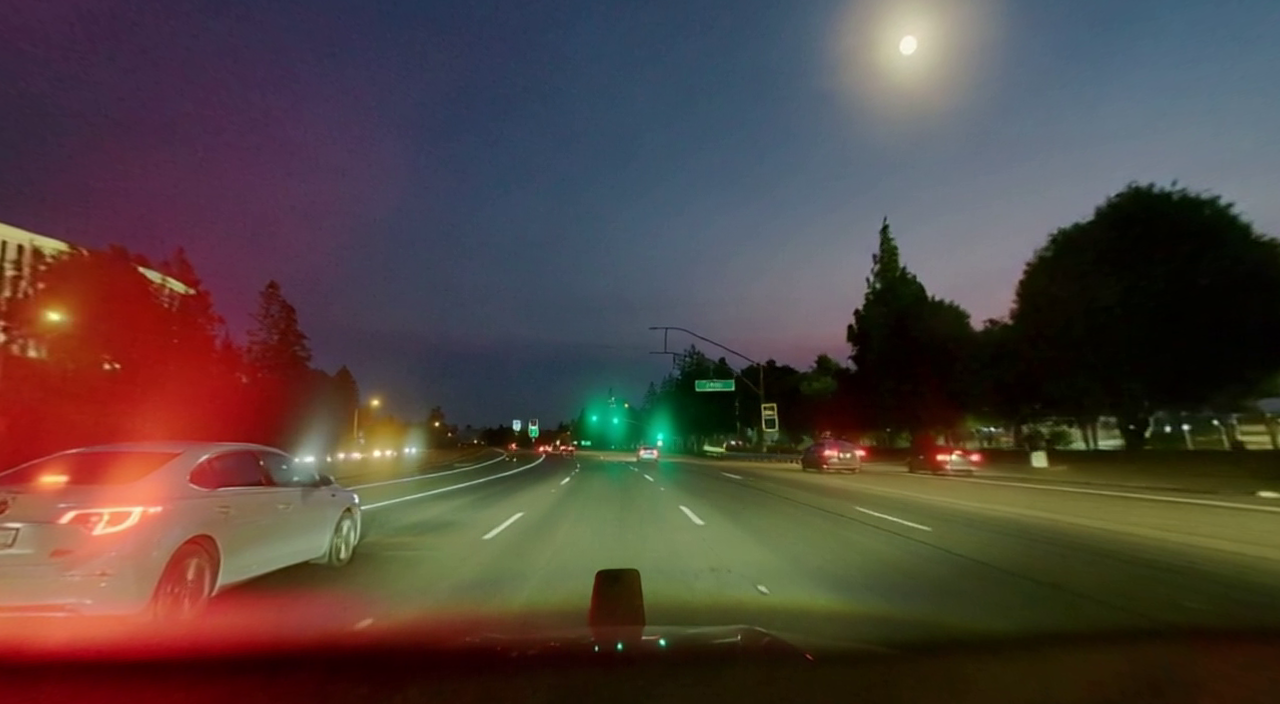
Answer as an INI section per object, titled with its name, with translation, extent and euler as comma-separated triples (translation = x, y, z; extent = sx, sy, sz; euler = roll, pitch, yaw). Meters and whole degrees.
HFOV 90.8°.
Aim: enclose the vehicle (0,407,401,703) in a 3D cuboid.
[vehicle]
translation = -3.905, 1.337, 5.383
extent = 2.018, 1.476, 4.364
euler = 0, -8, 0
